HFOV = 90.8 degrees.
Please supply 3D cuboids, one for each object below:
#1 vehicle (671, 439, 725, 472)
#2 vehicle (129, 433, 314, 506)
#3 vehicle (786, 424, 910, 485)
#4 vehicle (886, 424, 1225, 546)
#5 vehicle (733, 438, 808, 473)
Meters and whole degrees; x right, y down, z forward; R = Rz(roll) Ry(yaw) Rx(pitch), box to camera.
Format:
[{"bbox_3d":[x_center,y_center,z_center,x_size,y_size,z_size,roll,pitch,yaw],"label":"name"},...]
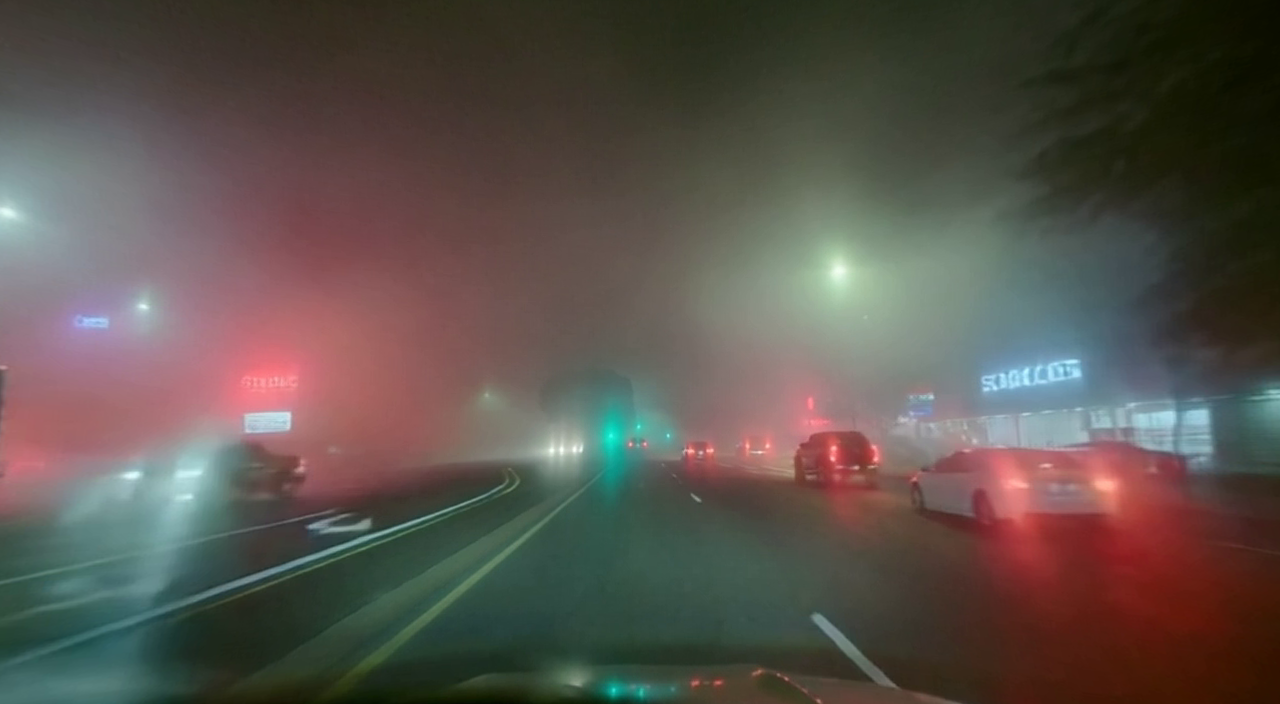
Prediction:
[{"bbox_3d":[2.715,4.963,30.588,2.099,1.463,4.365,0,-8,-1],"label":"vehicle"},{"bbox_3d":[-11.755,3.293,18.278,2.102,1.793,4.694,0,-8,0],"label":"vehicle"},{"bbox_3d":[6.873,3.447,21.596,2.268,1.822,5.038,0,-8,-3],"label":"vehicle"},{"bbox_3d":[6.113,1.998,10.318,2.150,1.485,4.919,0,-8,-1],"label":"vehicle"},{"bbox_3d":[6.024,4.813,29.814,2.072,1.491,4.753,1,-8,-6],"label":"vehicle"}]
